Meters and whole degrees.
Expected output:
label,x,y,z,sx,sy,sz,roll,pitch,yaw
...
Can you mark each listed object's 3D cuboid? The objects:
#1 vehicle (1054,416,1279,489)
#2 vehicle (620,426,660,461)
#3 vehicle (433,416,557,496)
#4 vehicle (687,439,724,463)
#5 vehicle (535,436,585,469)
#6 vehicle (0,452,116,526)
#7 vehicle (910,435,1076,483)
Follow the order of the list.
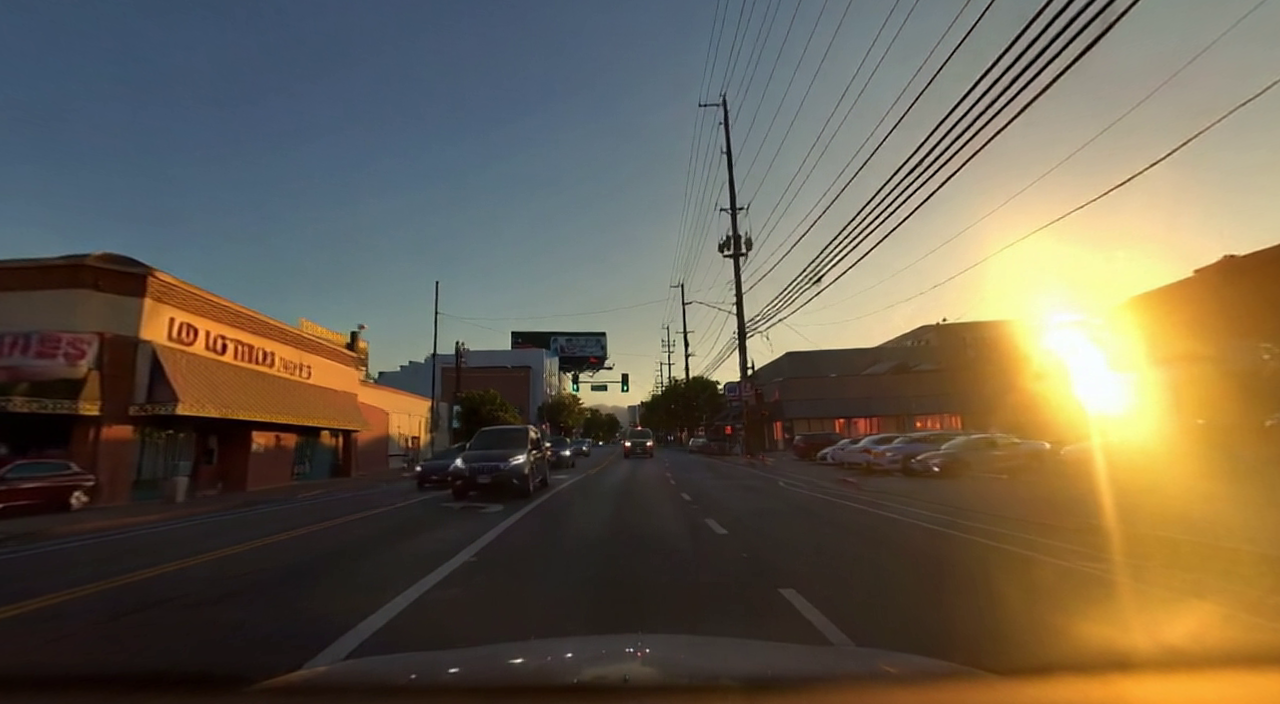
label,x,y,z,sx,sy,sz,roll,pitch,yaw
vehicle,14.997,2.806,17.692,5.307,1.877,2.052,0,-8,-1
vehicle,0.003,6.620,45.651,2.683,2.295,6.404,0,-8,1
vehicle,-3.888,2.941,18.133,2.277,1.904,5.583,0,-8,0
vehicle,4.245,6.508,41.612,1.926,1.482,4.442,0,-8,0
vehicle,-4.140,5.285,33.338,2.033,1.572,4.939,0,-8,-1
vehicle,-14.289,2.944,13.627,1.960,1.503,4.505,-1,-8,3
vehicle,11.372,3.467,20.604,4.238,1.464,1.862,-1,-9,2
